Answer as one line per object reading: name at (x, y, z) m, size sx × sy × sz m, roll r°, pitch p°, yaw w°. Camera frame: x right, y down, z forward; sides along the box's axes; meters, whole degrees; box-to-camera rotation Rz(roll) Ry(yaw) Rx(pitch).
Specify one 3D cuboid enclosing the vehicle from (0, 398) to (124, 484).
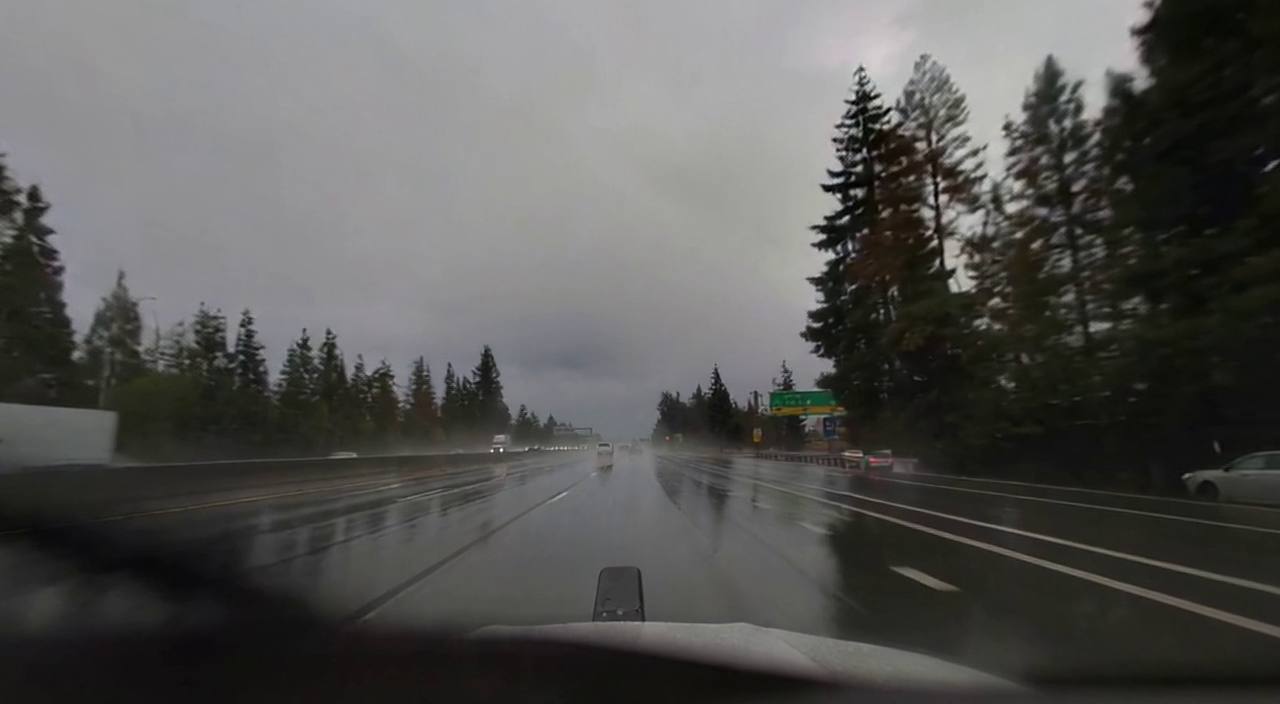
vehicle at (-29.744, 4.300, 30.277) m, size 2.850 × 3.745 × 8.468 m, roll 0°, pitch -9°, yaw -2°
